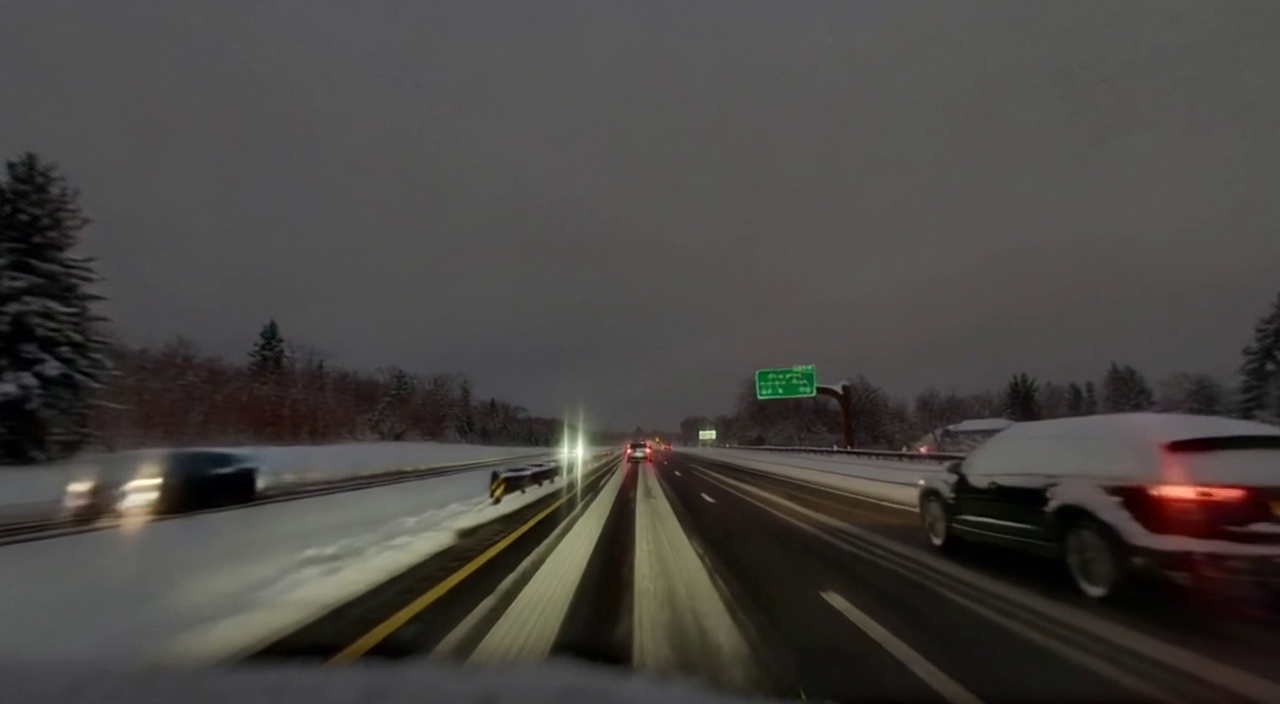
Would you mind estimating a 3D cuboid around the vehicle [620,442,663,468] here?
[{"bbox_3d":[0.150,6.735,41.307,2.084,1.594,4.219,-2,-8,10],"label":"vehicle"}]

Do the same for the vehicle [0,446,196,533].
[{"bbox_3d":[-12.710,3.002,14.368,1.992,1.638,4.416,0,-8,-3],"label":"vehicle"}]

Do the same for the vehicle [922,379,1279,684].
[{"bbox_3d":[4.249,1.213,5.314,1.969,1.595,3.964,-1,-8,2],"label":"vehicle"}]
